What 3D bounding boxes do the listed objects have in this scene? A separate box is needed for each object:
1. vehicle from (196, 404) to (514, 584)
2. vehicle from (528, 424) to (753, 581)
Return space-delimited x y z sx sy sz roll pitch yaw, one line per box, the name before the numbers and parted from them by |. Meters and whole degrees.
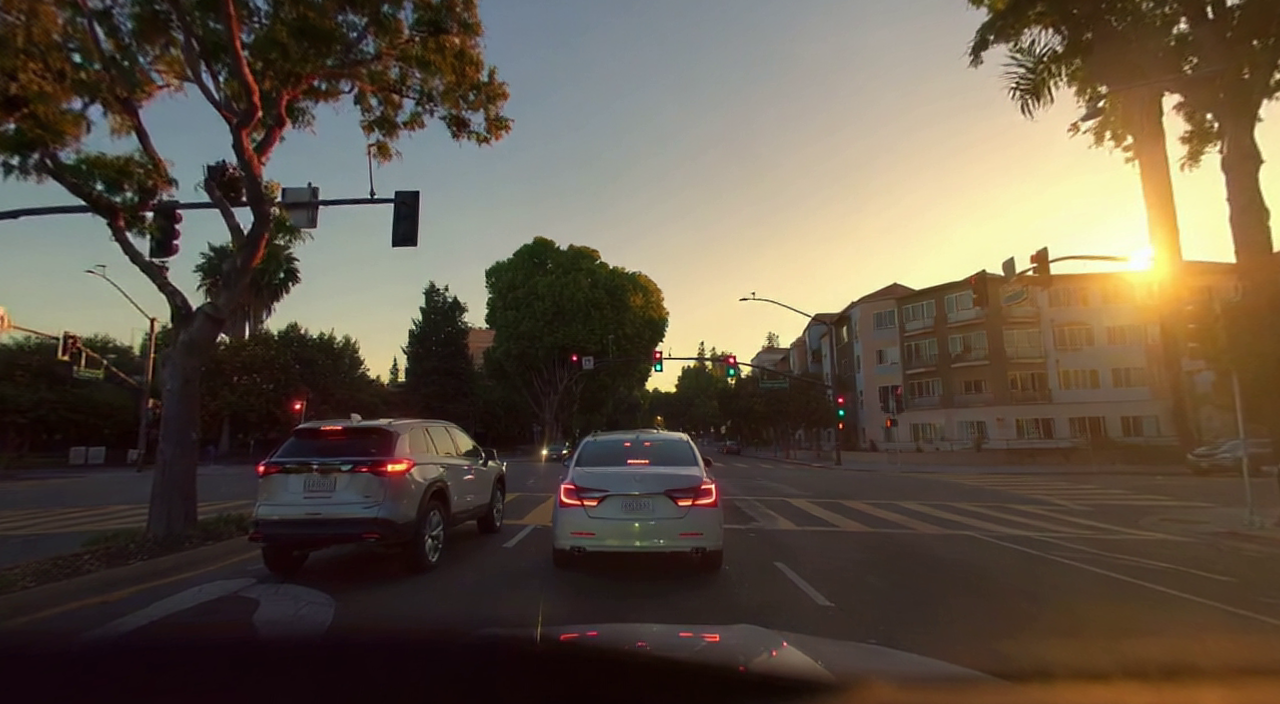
vehicle | -3.186 1.688 8.344 2.081 1.719 4.434 0 -8 1
vehicle | 0.016 1.756 8.154 2.190 1.522 3.850 0 -8 0
